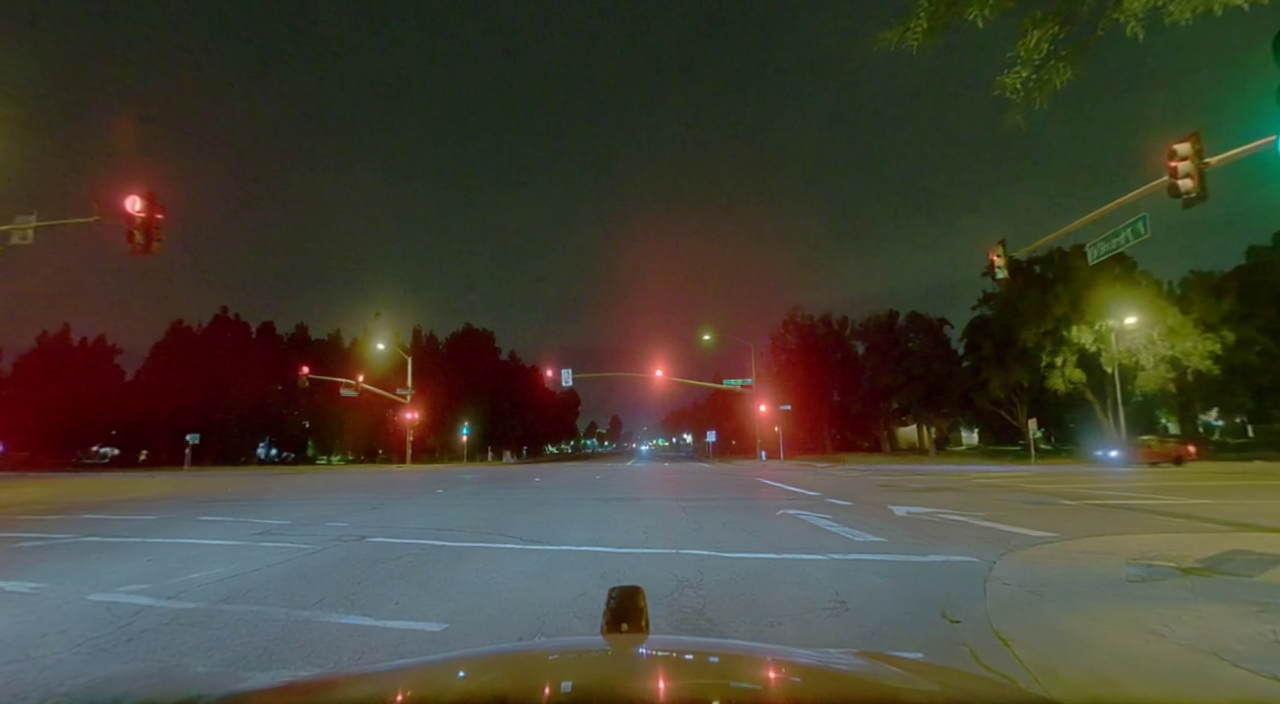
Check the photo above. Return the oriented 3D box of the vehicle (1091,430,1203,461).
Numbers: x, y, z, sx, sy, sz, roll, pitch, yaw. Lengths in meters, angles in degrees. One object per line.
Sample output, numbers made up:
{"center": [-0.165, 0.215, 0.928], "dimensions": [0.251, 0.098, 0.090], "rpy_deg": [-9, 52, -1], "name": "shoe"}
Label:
{"center": [25.476, 4.736, 31.847], "dimensions": [3.952, 1.468, 1.768], "rpy_deg": [-3, -9, 22], "name": "vehicle"}
